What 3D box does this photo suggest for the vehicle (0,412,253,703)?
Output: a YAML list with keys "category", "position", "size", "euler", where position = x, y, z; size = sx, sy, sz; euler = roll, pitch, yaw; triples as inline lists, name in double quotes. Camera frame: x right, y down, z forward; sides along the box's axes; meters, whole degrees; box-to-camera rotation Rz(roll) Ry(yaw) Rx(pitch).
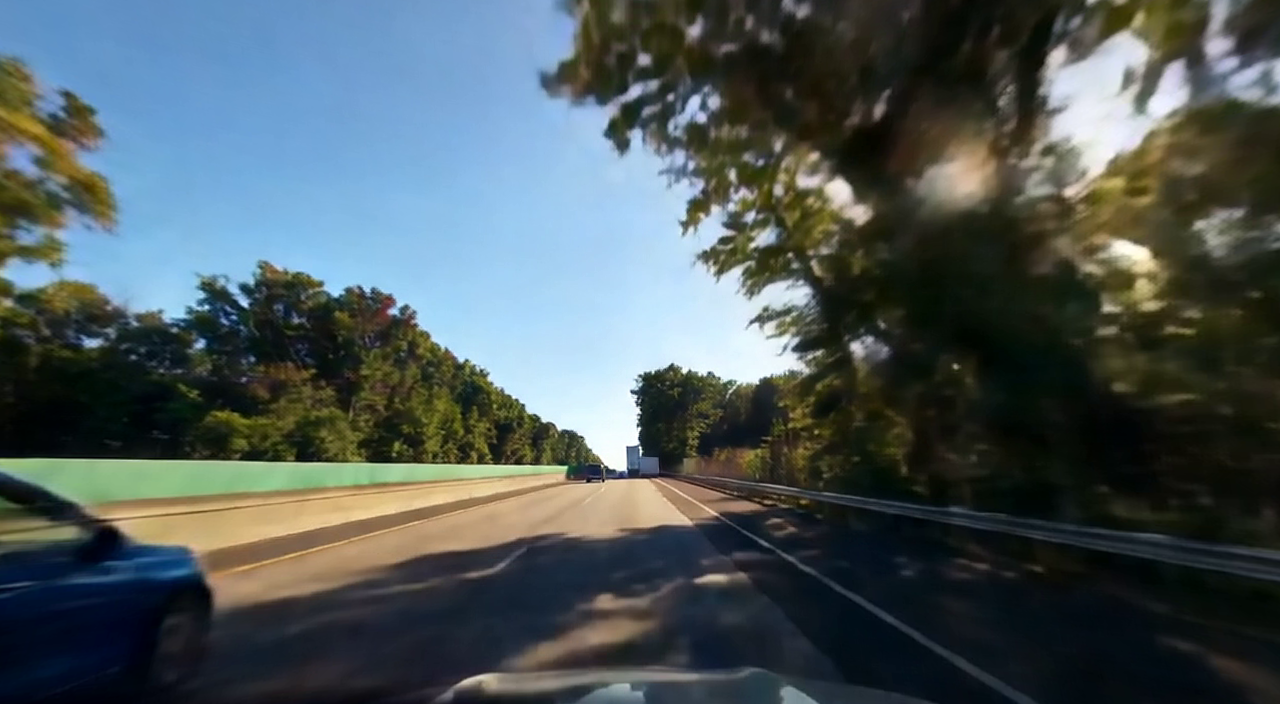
- category: "vehicle"
  position: [-3.416, 0.829, 1.603]
  size: [2.038, 1.490, 4.391]
  euler: [1, -11, 0]
